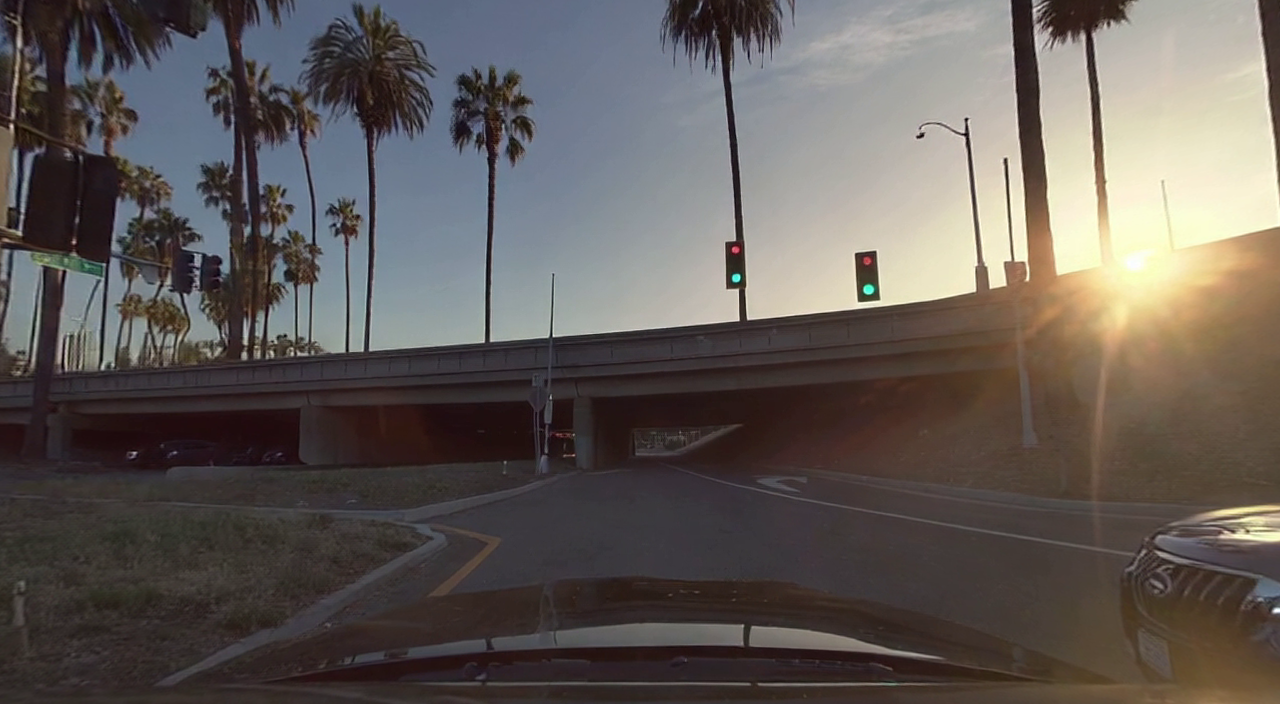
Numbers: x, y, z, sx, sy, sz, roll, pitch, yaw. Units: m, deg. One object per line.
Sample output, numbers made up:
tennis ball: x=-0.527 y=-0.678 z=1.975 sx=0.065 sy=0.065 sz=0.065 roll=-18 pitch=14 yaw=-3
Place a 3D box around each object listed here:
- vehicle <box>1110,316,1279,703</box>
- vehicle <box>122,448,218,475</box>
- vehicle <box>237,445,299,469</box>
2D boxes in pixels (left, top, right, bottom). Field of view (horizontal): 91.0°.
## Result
vehicle: x=3.452 y=0.515 z=0.797 sx=2.028 sy=1.770 sz=4.737 roll=0 pitch=-9 yaw=0
vehicle: x=-26.553 y=6.169 z=35.758 sx=1.830 sy=1.443 sz=4.551 roll=0 pitch=-9 yaw=2
vehicle: x=-26.260 y=7.418 z=44.563 sx=1.941 sy=1.631 sz=4.017 roll=0 pitch=-9 yaw=0
